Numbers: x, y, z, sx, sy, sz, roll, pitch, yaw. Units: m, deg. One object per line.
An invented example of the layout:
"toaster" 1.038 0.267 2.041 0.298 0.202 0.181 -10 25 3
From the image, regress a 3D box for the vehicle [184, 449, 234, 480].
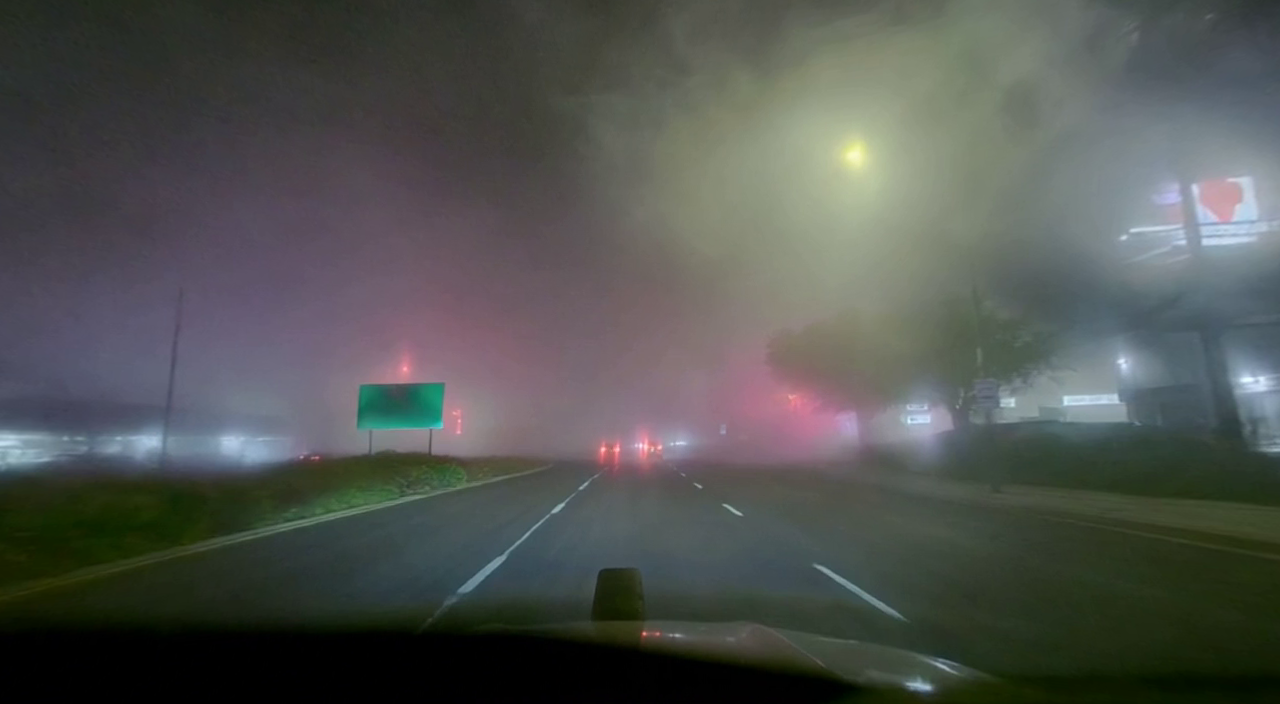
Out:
"vehicle" -29.722 7.711 43.710 1.950 1.961 4.927 4 -10 -24
